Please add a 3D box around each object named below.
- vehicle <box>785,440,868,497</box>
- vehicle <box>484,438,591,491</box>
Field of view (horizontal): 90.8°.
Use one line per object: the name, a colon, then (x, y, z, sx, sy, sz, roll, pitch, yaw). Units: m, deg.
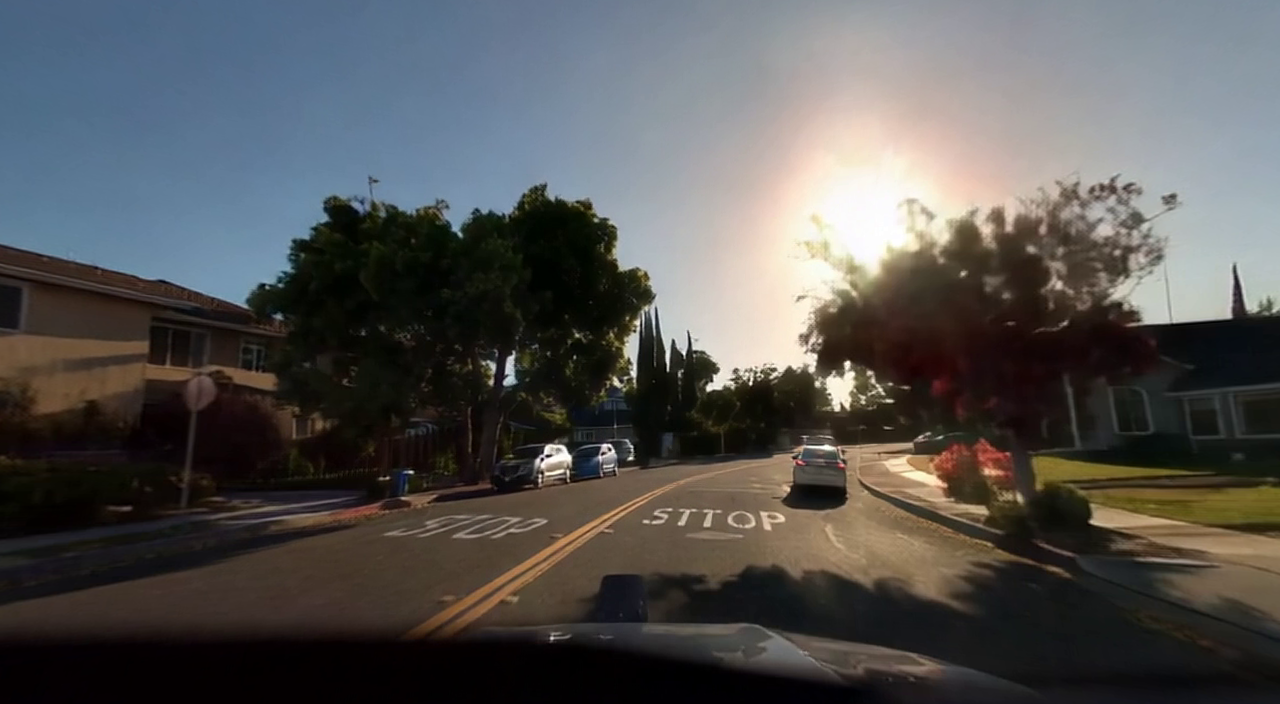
vehicle: (5.476, 3.426, 19.061, 2.045, 1.478, 4.914, -2, -9, 13)
vehicle: (-3.584, 4.046, 23.207, 2.030, 1.696, 4.828, -3, -9, 16)
